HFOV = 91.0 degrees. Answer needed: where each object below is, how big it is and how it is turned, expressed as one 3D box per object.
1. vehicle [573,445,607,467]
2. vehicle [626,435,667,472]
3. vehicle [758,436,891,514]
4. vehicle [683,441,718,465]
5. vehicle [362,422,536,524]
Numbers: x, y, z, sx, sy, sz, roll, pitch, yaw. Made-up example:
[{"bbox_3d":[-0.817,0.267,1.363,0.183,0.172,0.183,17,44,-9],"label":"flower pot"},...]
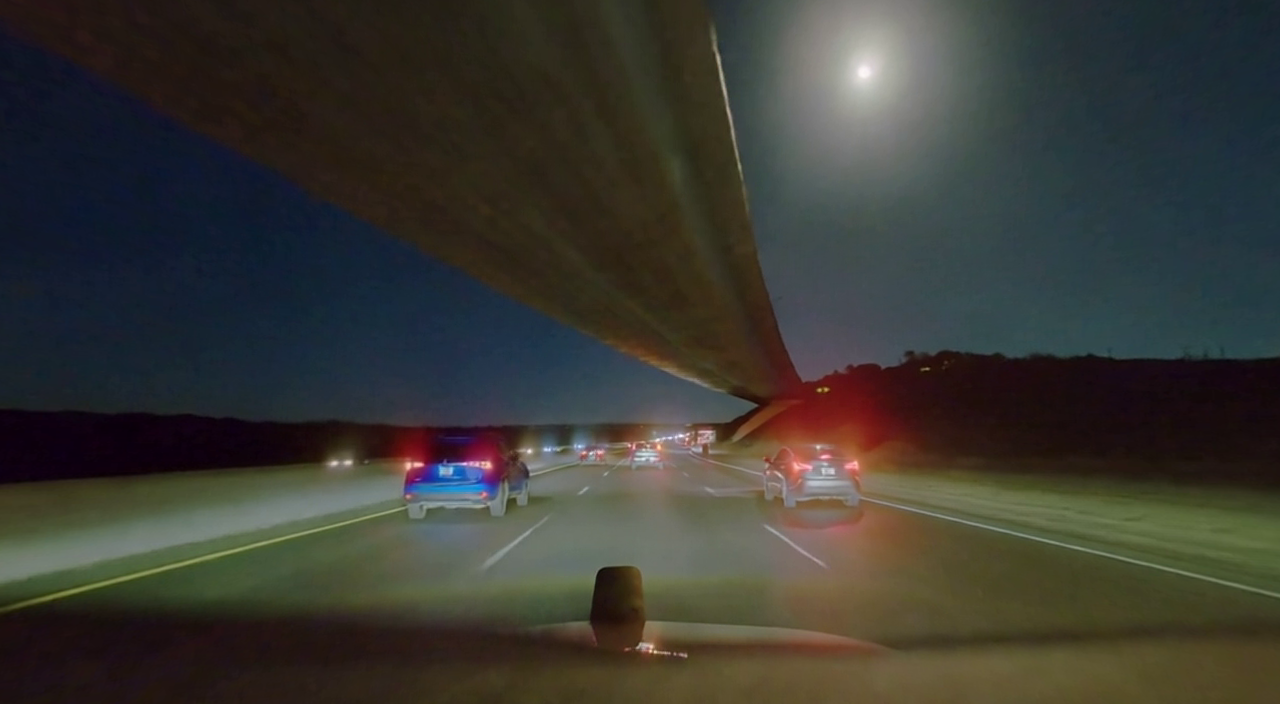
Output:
[{"bbox_3d":[-3.553,7.468,45.316,1.994,1.475,4.171,0,-9,1],"label":"vehicle"},{"bbox_3d":[0.365,5.744,35.745,2.155,1.909,4.529,0,-9,0],"label":"vehicle"},{"bbox_3d":[4.066,2.765,14.600,1.959,1.554,3.795,0,-9,1],"label":"vehicle"},{"bbox_3d":[4.611,7.818,48.818,2.231,1.807,4.588,0,-9,0],"label":"vehicle"},{"bbox_3d":[-3.685,2.438,13.196,2.089,1.751,4.515,0,-9,2],"label":"vehicle"}]
